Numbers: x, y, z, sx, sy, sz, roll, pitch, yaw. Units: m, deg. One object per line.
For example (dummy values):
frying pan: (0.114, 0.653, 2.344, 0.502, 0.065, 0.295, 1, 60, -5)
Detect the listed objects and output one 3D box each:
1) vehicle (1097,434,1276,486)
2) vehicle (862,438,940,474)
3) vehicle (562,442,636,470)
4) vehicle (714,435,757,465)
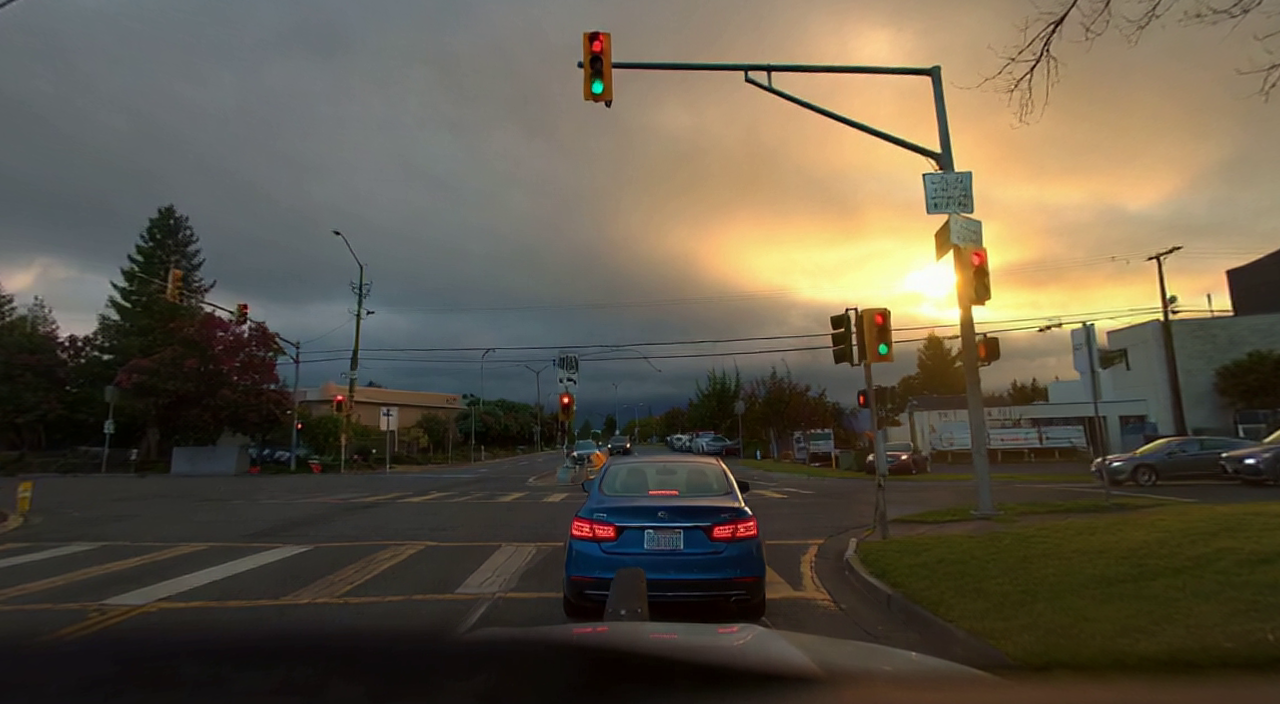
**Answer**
vehicle: (16.791, 3.320, 19.516, 3.876, 1.512, 1.784, 0, -8, -1)
vehicle: (12.396, 5.041, 30.270, 1.922, 1.529, 3.964, 0, -12, -1)
vehicle: (-2.447, 6.156, 37.559, 3.991, 1.526, 1.868, -4, -9, 30)
vehicle: (6.943, 7.147, 46.140, 1.491, 2.041, 2.964, 6, -9, -35)
